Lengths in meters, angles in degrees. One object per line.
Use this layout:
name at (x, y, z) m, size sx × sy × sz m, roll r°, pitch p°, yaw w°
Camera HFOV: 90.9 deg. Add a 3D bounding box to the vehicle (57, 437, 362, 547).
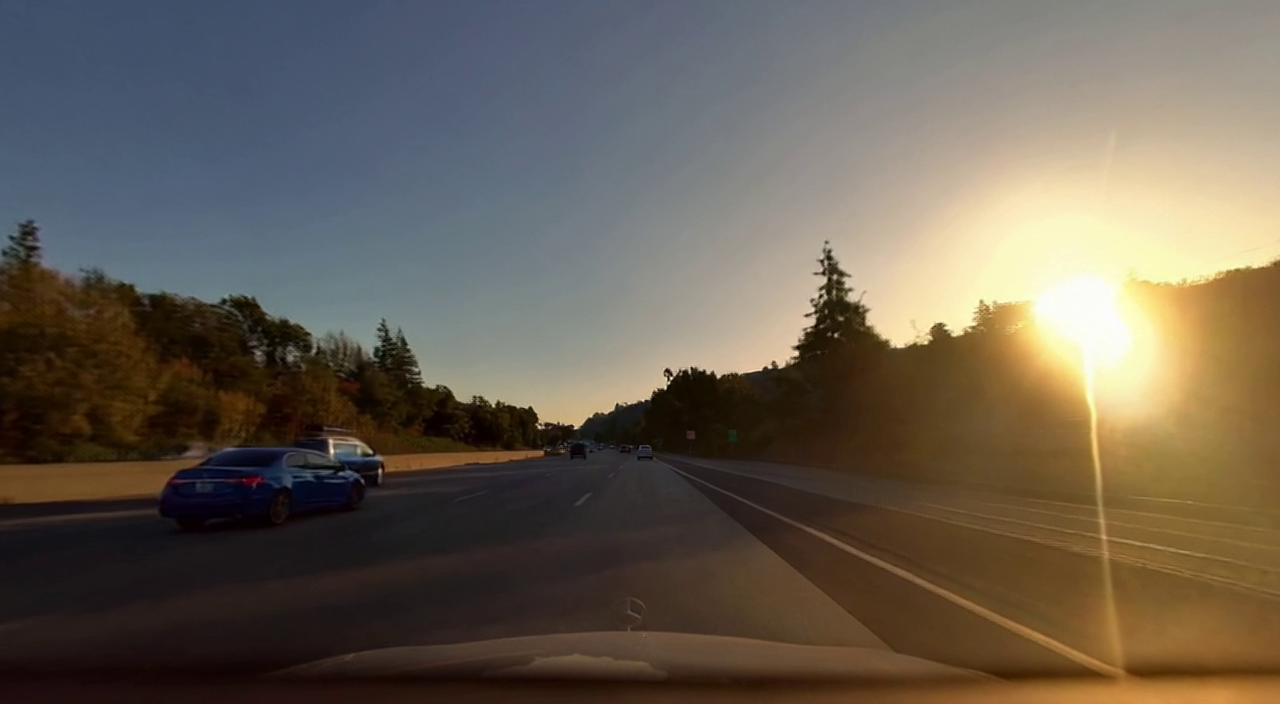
vehicle at (-6.952, 2.276, 11.053) m, size 1.981 × 1.486 × 4.735 m, roll 0°, pitch -8°, yaw 0°
